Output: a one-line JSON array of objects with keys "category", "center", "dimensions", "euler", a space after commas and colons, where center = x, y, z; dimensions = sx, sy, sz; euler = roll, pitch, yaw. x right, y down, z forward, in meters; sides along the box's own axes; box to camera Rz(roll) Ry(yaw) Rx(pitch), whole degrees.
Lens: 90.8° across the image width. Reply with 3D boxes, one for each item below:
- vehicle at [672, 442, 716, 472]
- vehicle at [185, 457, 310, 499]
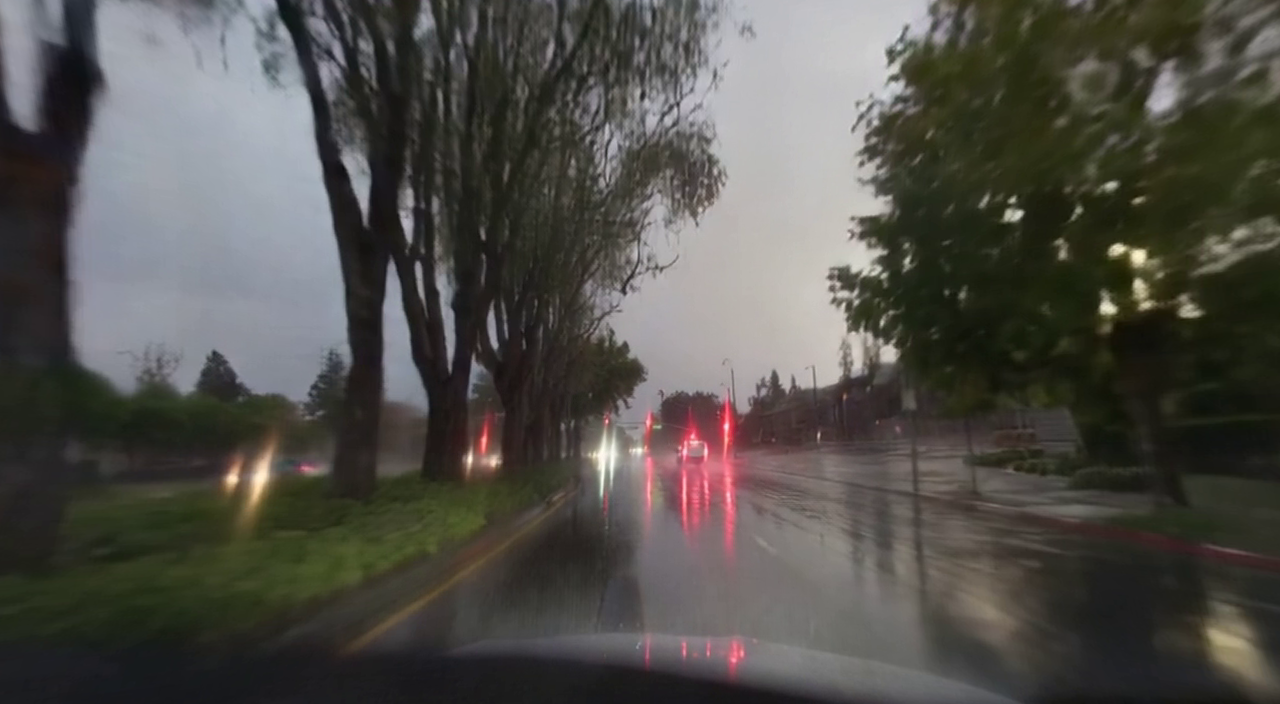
[{"category": "vehicle", "center": [3.369, 6.710, 40.703], "dimensions": [2.229, 1.795, 4.927], "euler": [0, -9, -2]}, {"category": "vehicle", "center": [-16.171, 5.184, 26.410], "dimensions": [2.185, 1.468, 4.735], "euler": [0, -9, 0]}]
